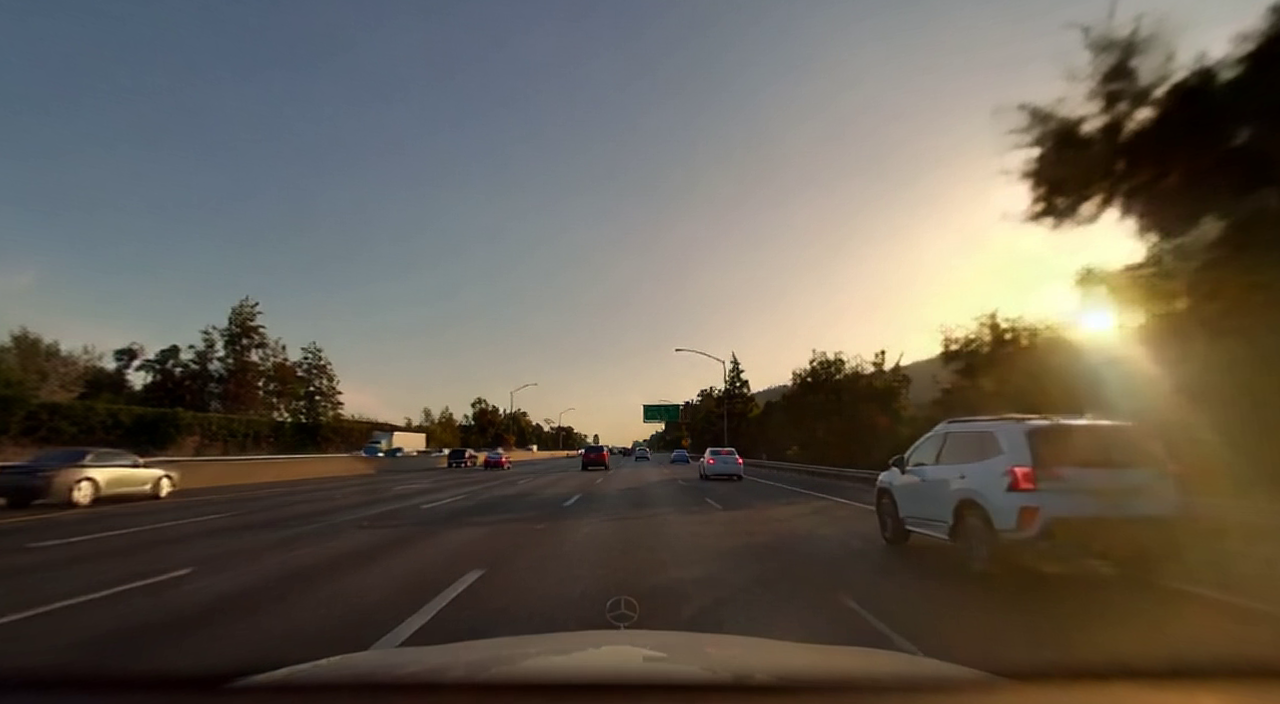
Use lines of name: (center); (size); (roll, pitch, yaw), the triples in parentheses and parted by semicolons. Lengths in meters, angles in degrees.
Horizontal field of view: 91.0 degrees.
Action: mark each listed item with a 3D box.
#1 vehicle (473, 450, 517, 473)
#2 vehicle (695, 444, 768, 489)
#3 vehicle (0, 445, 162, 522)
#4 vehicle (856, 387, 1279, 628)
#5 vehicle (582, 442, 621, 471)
vehicle: (-10.298, 7.767, 44.956); (1.974, 1.472, 4.684); (0, -9, 1)
vehicle: (3.426, 4.375, 24.434); (2.126, 1.529, 4.438); (0, -9, 0)
vehicle: (-13.676, 2.857, 14.094); (1.959, 1.520, 5.068); (0, -9, 0)
vehicle: (4.411, 1.510, 7.135); (2.218, 1.776, 4.807); (0, -9, 0)
vehicle: (-2.676, 7.518, 45.452); (2.449, 1.929, 5.503); (0, -9, 0)
